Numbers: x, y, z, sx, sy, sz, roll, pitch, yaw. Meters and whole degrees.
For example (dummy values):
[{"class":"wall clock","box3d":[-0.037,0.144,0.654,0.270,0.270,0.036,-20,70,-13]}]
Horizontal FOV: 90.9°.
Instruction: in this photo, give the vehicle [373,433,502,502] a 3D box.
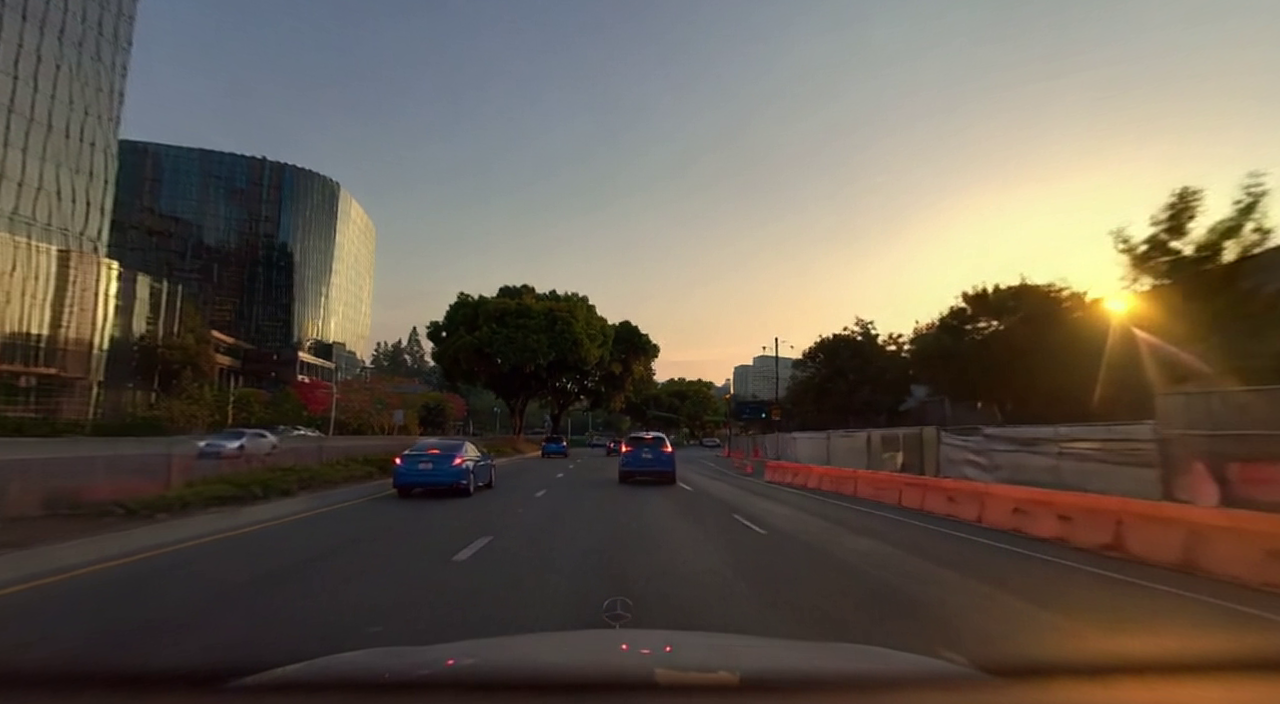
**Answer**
[{"class":"vehicle","box3d":[-4.675,2.690,15.202,1.848,1.406,4.013,0,-8,-1]}]

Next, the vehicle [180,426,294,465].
[{"class":"vehicle","box3d":[-15.920,3.715,25.185,1.758,1.383,4.409,0,-8,-2]}]

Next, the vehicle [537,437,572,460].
[{"class":"vehicle","box3d":[-5.709,6.481,42.657,1.888,1.486,4.310,0,-8,-2]}]

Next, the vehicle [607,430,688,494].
[{"class":"vehicle","box3d":[0.272,2.853,16.760,1.913,1.499,3.581,0,-8,3]}]
